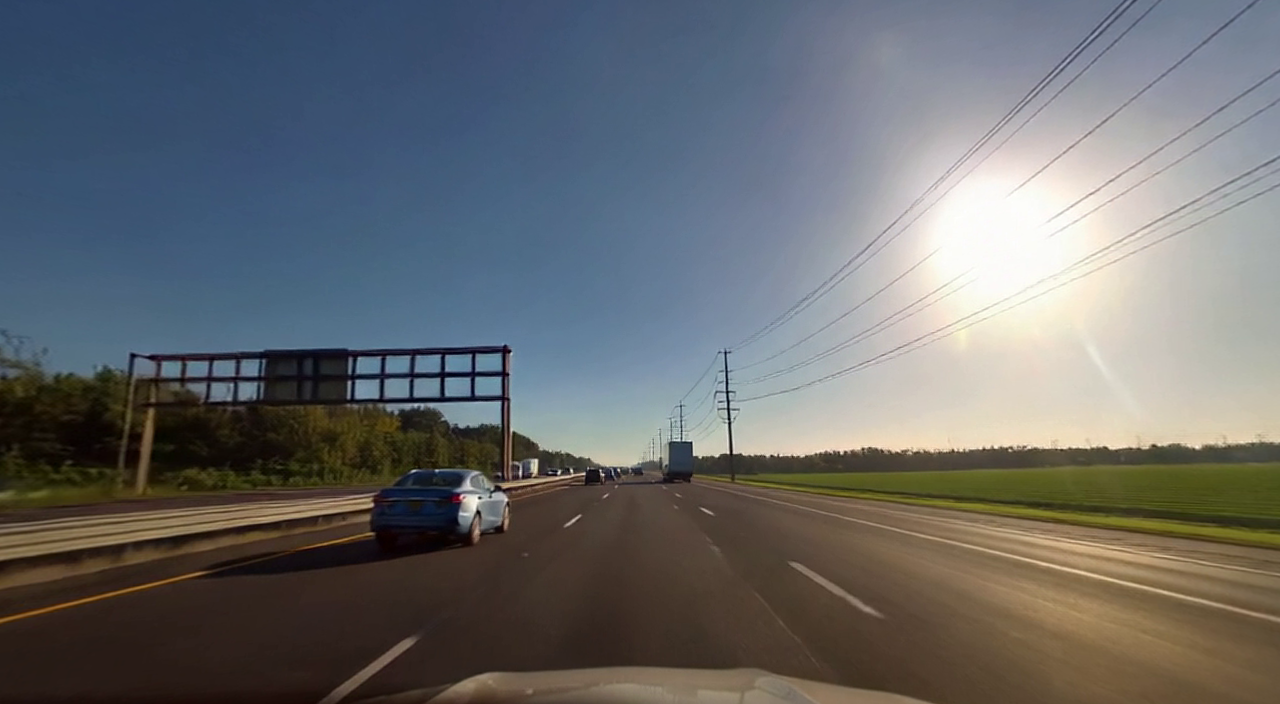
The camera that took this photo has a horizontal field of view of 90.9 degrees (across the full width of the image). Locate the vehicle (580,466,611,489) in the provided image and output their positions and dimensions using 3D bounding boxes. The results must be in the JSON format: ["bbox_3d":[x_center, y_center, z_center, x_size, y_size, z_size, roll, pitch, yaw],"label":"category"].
[{"bbox_3d":[-3.246,9.213,46.442,1.942,1.597,3.943,1,-11,0],"label":"vehicle"}]

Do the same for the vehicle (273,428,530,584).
[{"bbox_3d":[-3.107,2.169,9.450,2.065,1.722,4.441,1,-11,0],"label":"vehicle"}]
